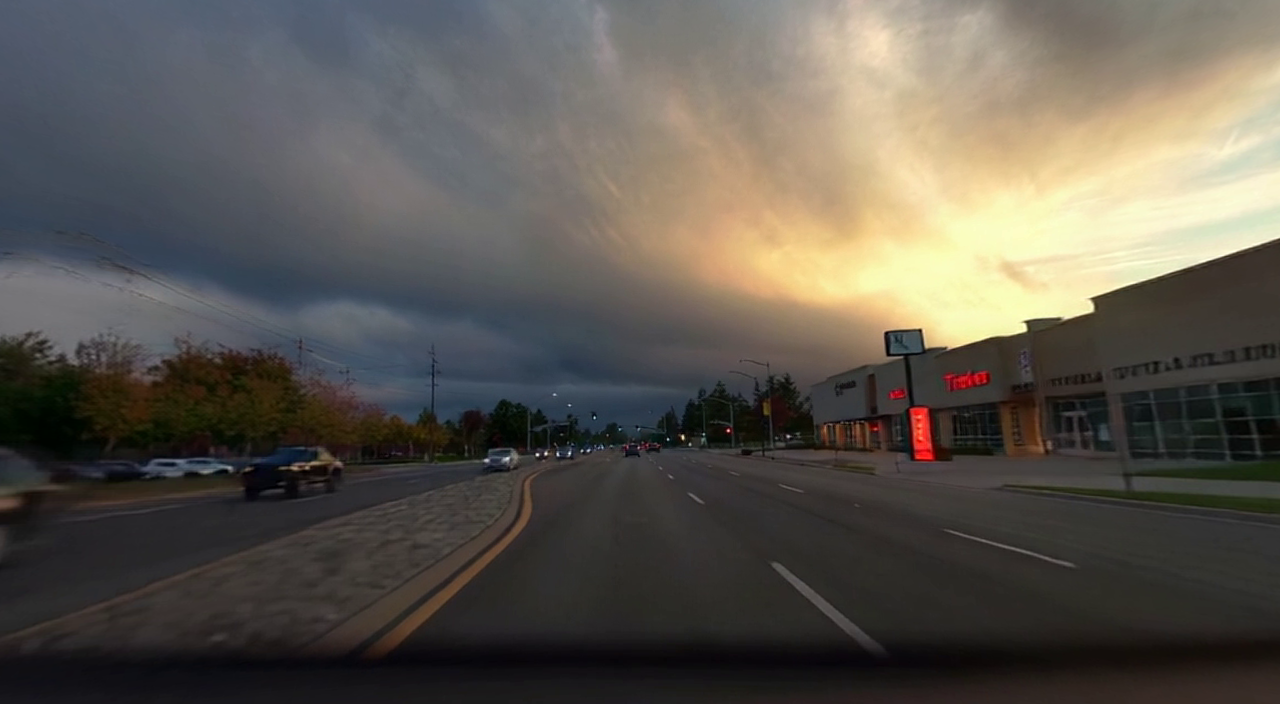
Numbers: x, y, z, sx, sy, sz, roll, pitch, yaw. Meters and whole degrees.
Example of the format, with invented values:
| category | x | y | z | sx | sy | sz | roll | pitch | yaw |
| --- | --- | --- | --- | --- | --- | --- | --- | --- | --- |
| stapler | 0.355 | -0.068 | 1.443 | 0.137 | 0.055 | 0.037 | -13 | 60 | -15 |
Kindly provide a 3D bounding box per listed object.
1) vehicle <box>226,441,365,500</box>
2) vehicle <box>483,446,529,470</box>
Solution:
| category | x | y | z | sx | sy | sz | roll | pitch | yaw |
| --- | --- | --- | --- | --- | --- | --- | --- | --- | --- |
| vehicle | -11.683 | 4.019 | 21.945 | 2.066 | 1.798 | 4.838 | 0 | -9 | 0 |
| vehicle | -8.765 | 6.945 | 41.646 | 1.959 | 1.505 | 4.622 | 0 | -9 | 0 |
